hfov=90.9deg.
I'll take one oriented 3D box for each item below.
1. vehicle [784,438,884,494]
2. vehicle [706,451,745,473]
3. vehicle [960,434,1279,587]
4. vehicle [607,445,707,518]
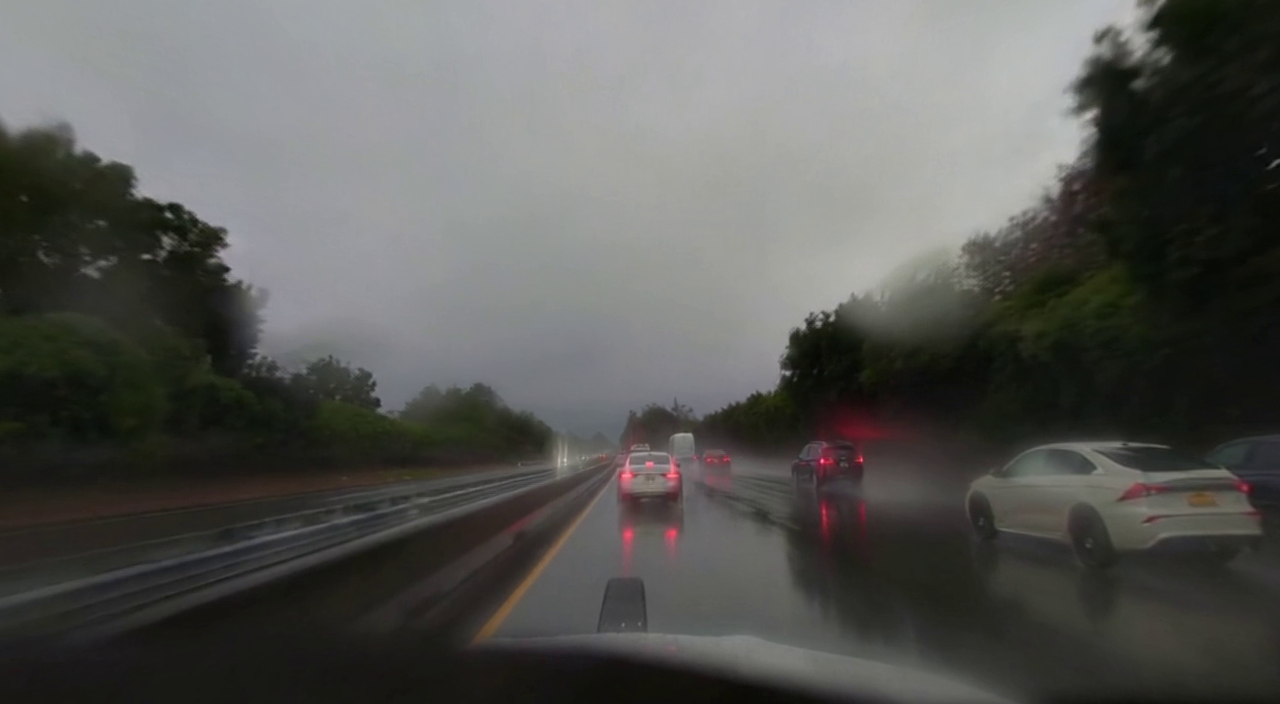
[{"bbox_3d":[6.523,3.889,21.794,1.980,1.702,4.235,0,-9,-2],"label":"vehicle"},{"bbox_3d":[6.044,7.803,44.945,1.921,1.451,3.841,0,-9,-4],"label":"vehicle"},{"bbox_3d":[6.306,1.886,8.304,1.965,1.484,4.090,0,-9,0],"label":"vehicle"},{"bbox_3d":[0.315,3.003,15.052,2.076,1.485,3.774,0,-9,-1],"label":"vehicle"}]
